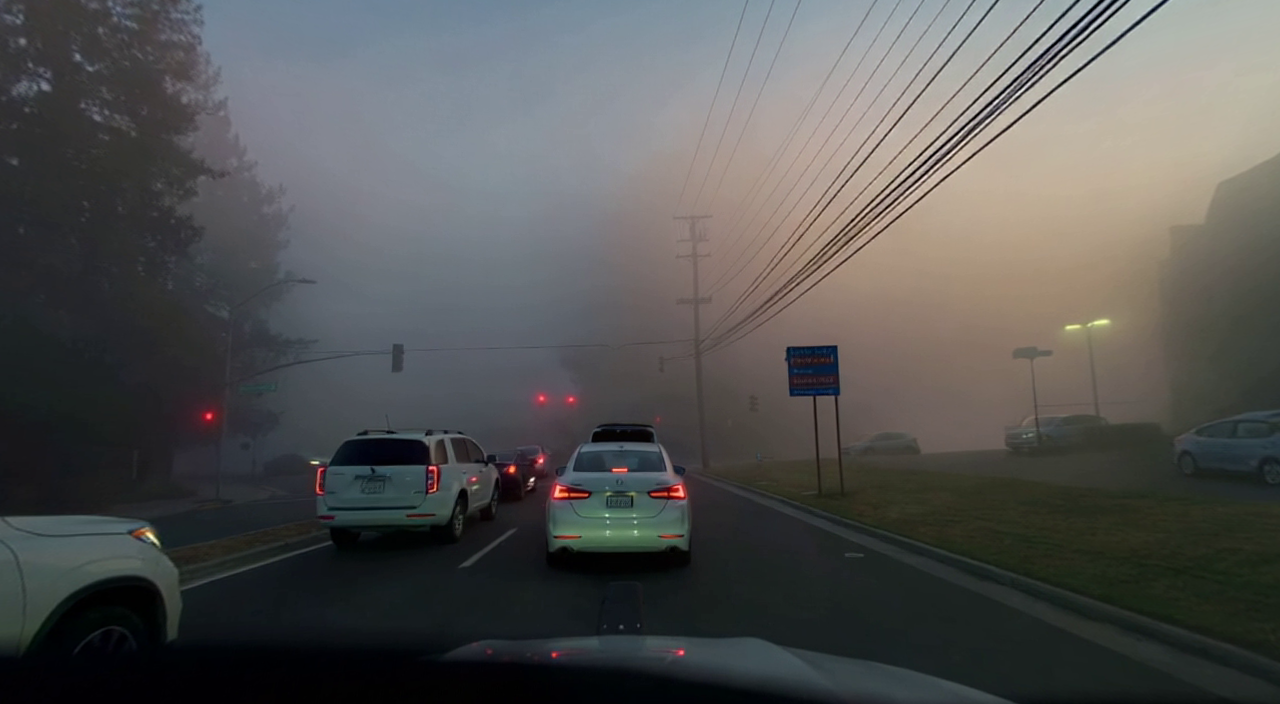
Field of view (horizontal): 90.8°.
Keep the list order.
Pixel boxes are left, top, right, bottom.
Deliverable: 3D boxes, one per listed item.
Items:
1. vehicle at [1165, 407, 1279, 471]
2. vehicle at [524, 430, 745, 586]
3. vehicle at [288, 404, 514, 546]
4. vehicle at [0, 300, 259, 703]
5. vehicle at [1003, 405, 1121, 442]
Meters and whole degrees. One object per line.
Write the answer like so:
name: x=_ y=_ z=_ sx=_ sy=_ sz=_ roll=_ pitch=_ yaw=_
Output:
vehicle: x=17.026 y=2.541 z=18.265 sx=1.858 sy=1.622 sz=4.491 roll=-5 pitch=-10 yaw=28
vehicle: x=-0.104 y=1.802 z=8.137 sx=2.121 sy=1.474 sz=3.968 roll=0 pitch=-8 yaw=-2
vehicle: x=-3.844 y=2.088 z=11.366 sx=2.147 sy=1.963 sz=4.927 roll=0 pitch=-8 yaw=0
vehicle: x=-3.583 y=0.633 z=1.518 sx=2.085 sy=1.943 sz=5.053 roll=0 pitch=-8 yaw=1
vehicle: x=26.920 y=4.615 z=40.503 sx=5.782 sy=2.286 sz=2.223 roll=-1 pitch=-9 yaw=5
